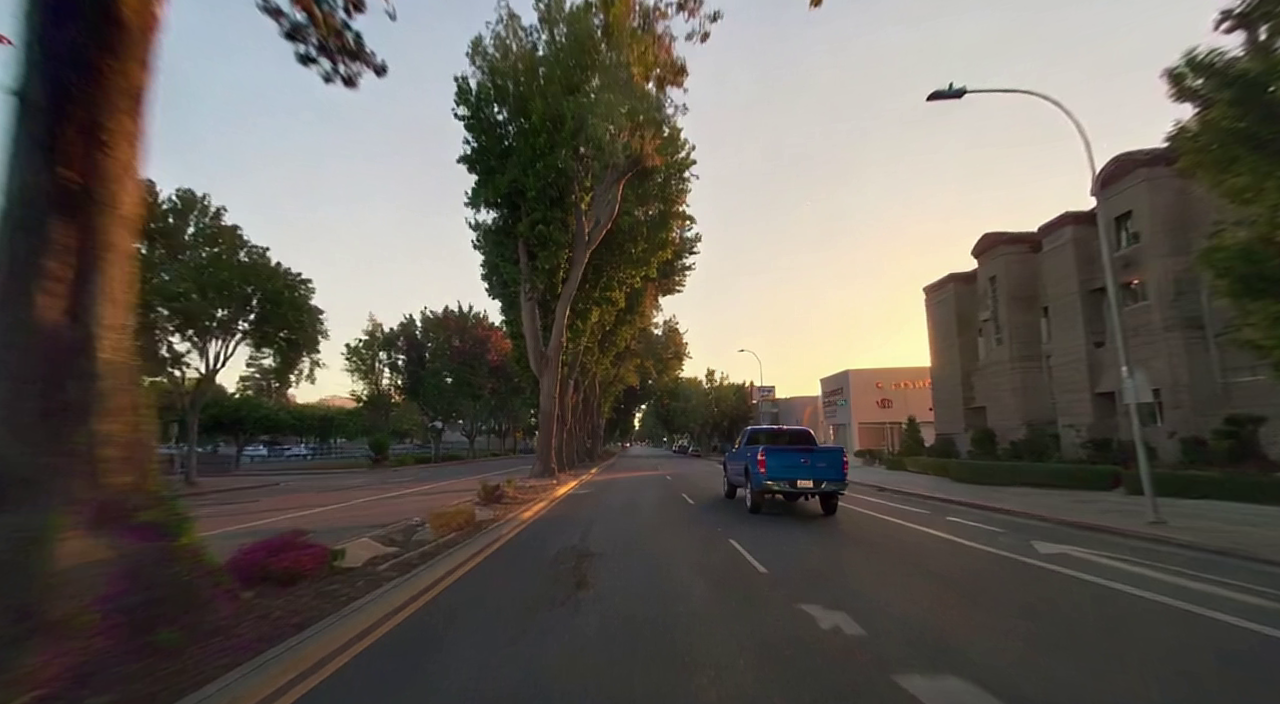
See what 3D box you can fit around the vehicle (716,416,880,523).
[{"bbox_3d":[3.053,2.431,13.583,2.085,1.828,5.383,0,-8,-1],"label":"vehicle"}]
